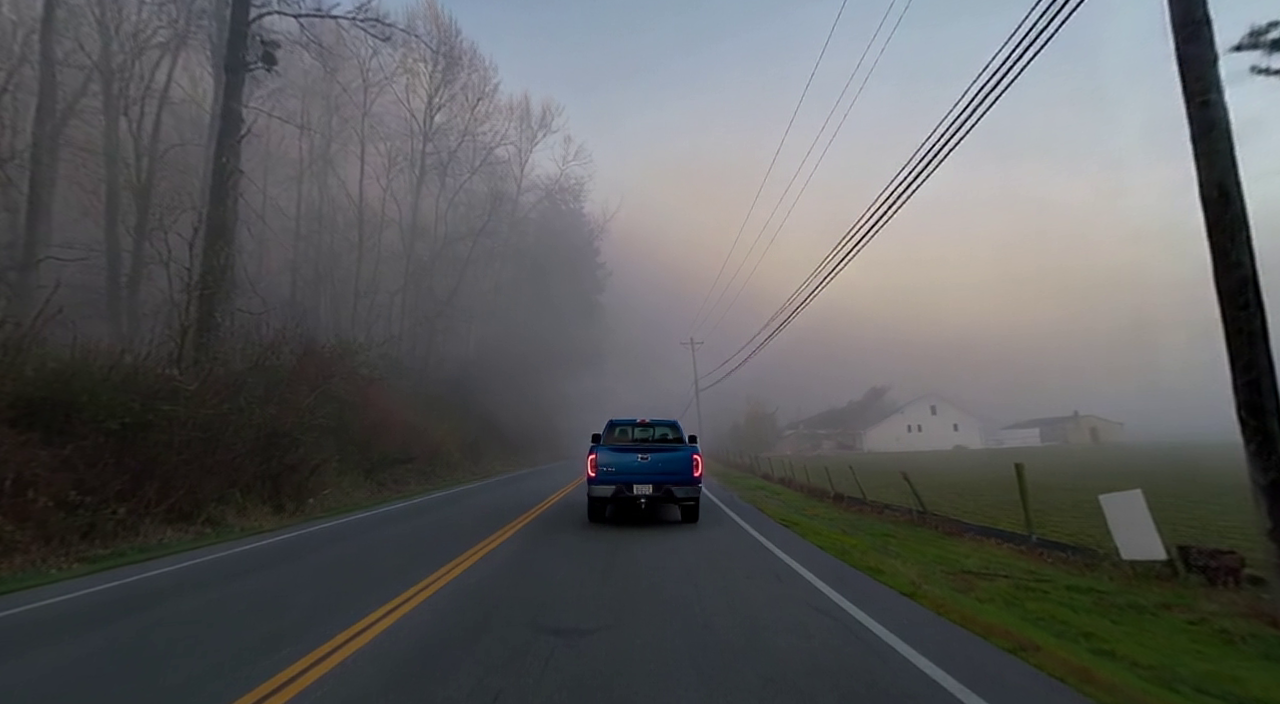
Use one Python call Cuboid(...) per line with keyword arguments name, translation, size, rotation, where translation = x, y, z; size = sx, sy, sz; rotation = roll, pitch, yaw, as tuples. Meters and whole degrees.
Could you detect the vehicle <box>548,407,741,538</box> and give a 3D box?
Cuboid(name="vehicle", translation=(0.018, 2.178, 12.128), size=(2.774, 1.861, 5.885), rotation=(0, -8, -1))
